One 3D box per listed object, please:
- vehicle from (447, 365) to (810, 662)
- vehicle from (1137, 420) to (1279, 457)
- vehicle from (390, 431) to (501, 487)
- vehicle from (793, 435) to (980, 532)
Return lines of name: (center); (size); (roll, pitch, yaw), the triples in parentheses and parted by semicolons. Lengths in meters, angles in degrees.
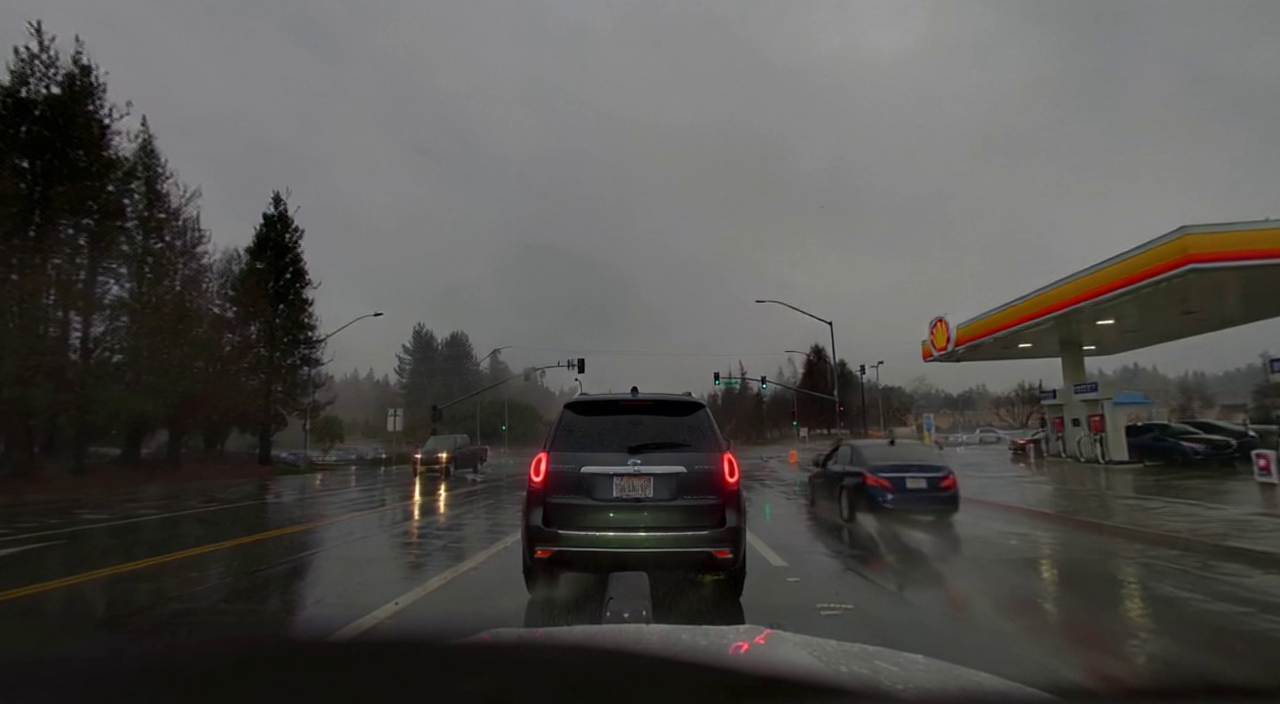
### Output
vehicle: (0.007, 1.317, 6.131); (2.236, 1.819, 4.291); (-1, -9, 2)
vehicle: (25.930, 3.969, 28.783); (4.551, 1.616, 1.973); (-2, -9, 11)
vehicle: (-6.647, 3.712, 22.169); (2.065, 1.753, 4.525); (-1, -9, 6)
vehicle: (4.416, 2.403, 12.175); (2.041, 1.490, 4.471); (-1, -9, 4)
